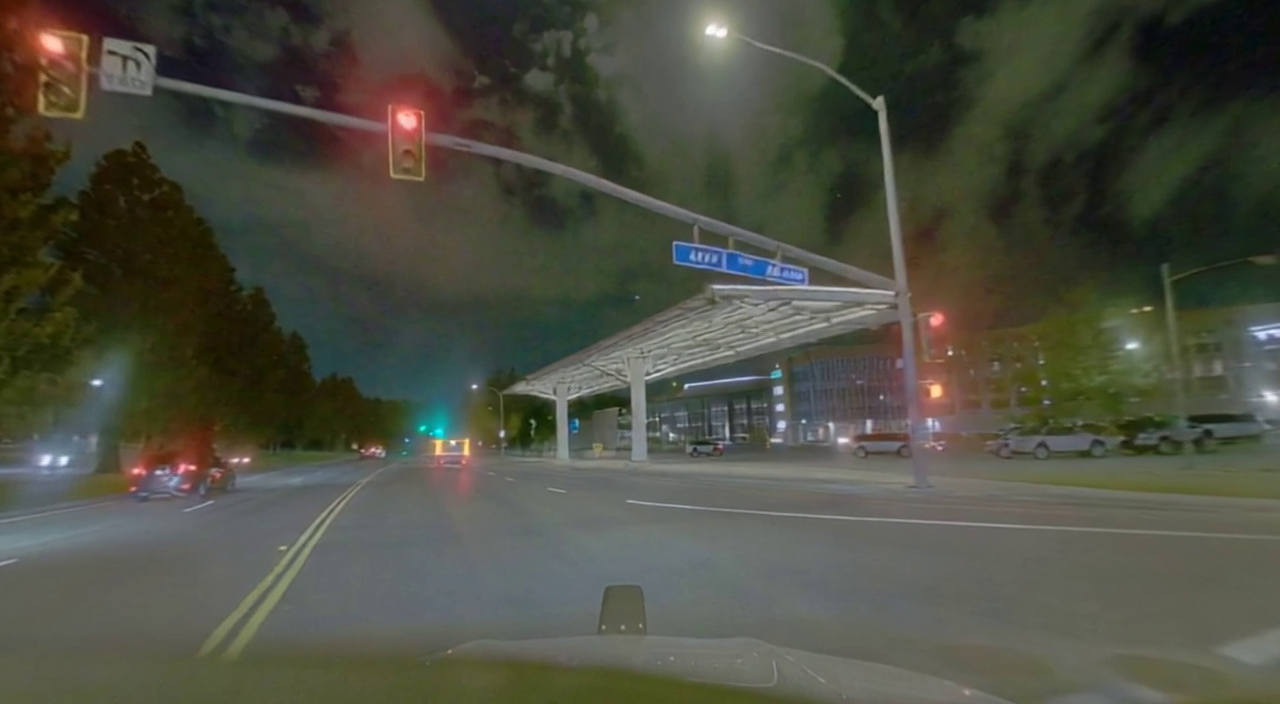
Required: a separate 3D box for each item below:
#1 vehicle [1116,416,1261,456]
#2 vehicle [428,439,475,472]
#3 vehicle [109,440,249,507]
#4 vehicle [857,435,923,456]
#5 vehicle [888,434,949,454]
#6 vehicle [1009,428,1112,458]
[{"bbox_3d":[26.474,4.134,30.686,1.860,1.629,4.805,-2,-8,-24],"label":"vehicle"},{"bbox_3d":[-11.310,6.132,37.705,2.345,1.803,4.261,3,-9,-20],"label":"vehicle"},{"bbox_3d":[-13.904,3.607,19.410,2.097,1.782,4.682,3,-9,-19],"label":"vehicle"},{"bbox_3d":[18.745,7.010,47.497,1.896,1.459,4.611,3,-9,-22],"label":"vehicle"},{"bbox_3d":[21.390,7.030,48.544,1.741,1.458,4.013,4,-9,-25],"label":"vehicle"},{"bbox_3d":[24.030,5.233,36.239,1.796,1.445,4.535,-2,-7,-22],"label":"vehicle"}]
